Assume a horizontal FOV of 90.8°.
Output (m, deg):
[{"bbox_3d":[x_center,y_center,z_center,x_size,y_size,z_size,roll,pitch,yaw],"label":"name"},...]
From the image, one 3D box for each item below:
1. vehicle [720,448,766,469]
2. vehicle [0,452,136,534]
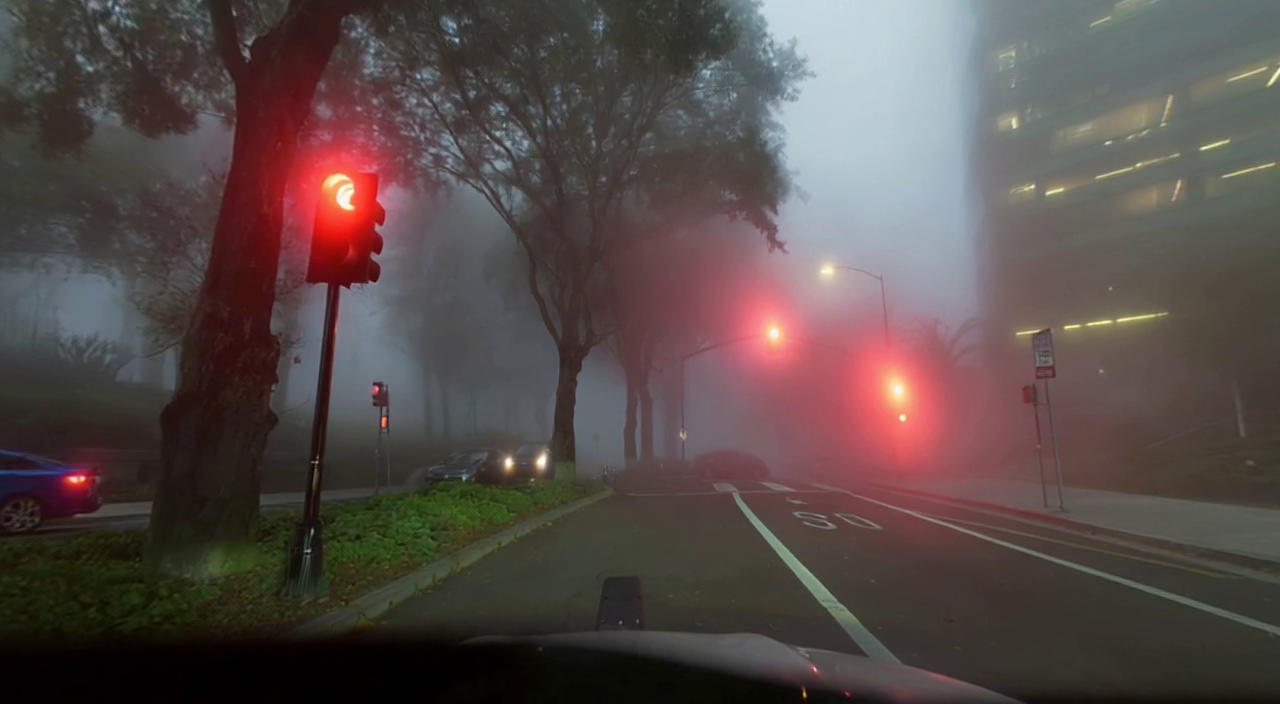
[{"bbox_3d":[7.858,8.123,48.418,1.829,1.440,4.384,2,-9,-14],"label":"vehicle"},{"bbox_3d":[-12.858,2.715,12.273,4.598,1.490,1.816,7,-11,-40],"label":"vehicle"}]
